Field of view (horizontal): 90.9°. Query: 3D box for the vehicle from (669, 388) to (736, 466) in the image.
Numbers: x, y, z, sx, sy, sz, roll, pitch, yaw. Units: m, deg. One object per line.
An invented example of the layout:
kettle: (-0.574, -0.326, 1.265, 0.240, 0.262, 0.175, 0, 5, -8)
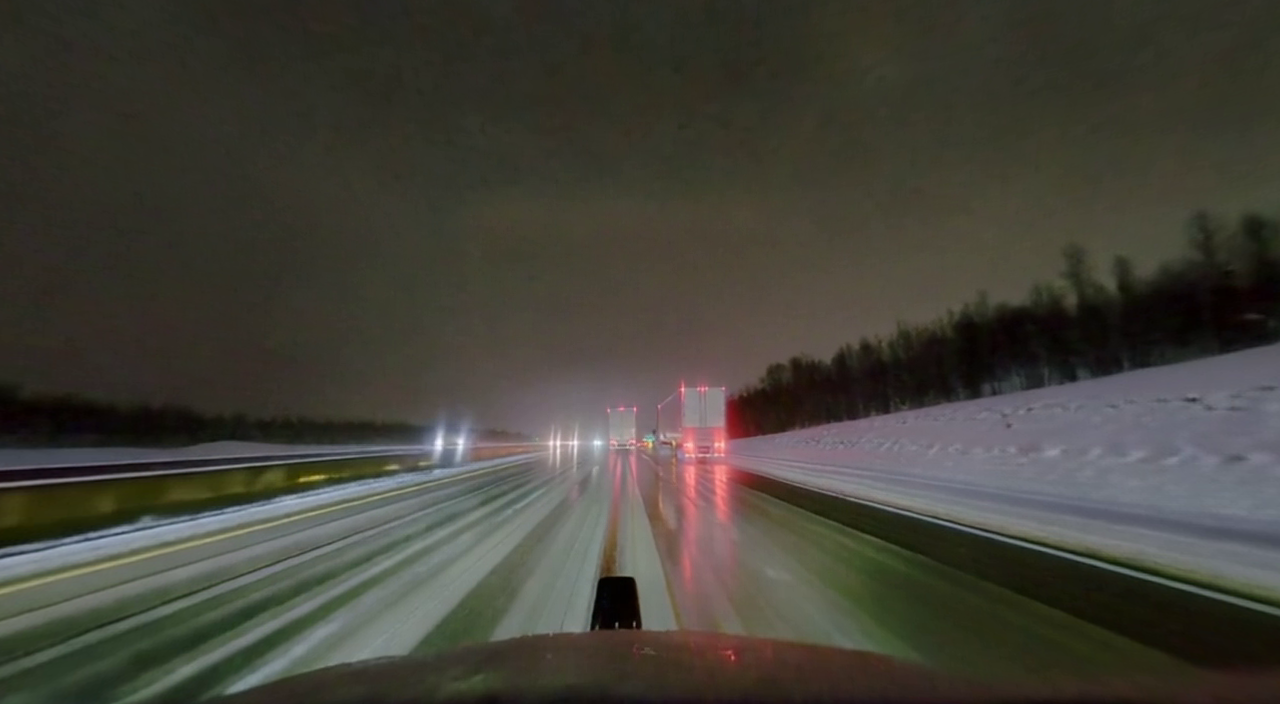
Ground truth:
vehicle: (3.433, 4.462, 37.000, 2.873, 3.998, 8.286, 0, -8, -2)
